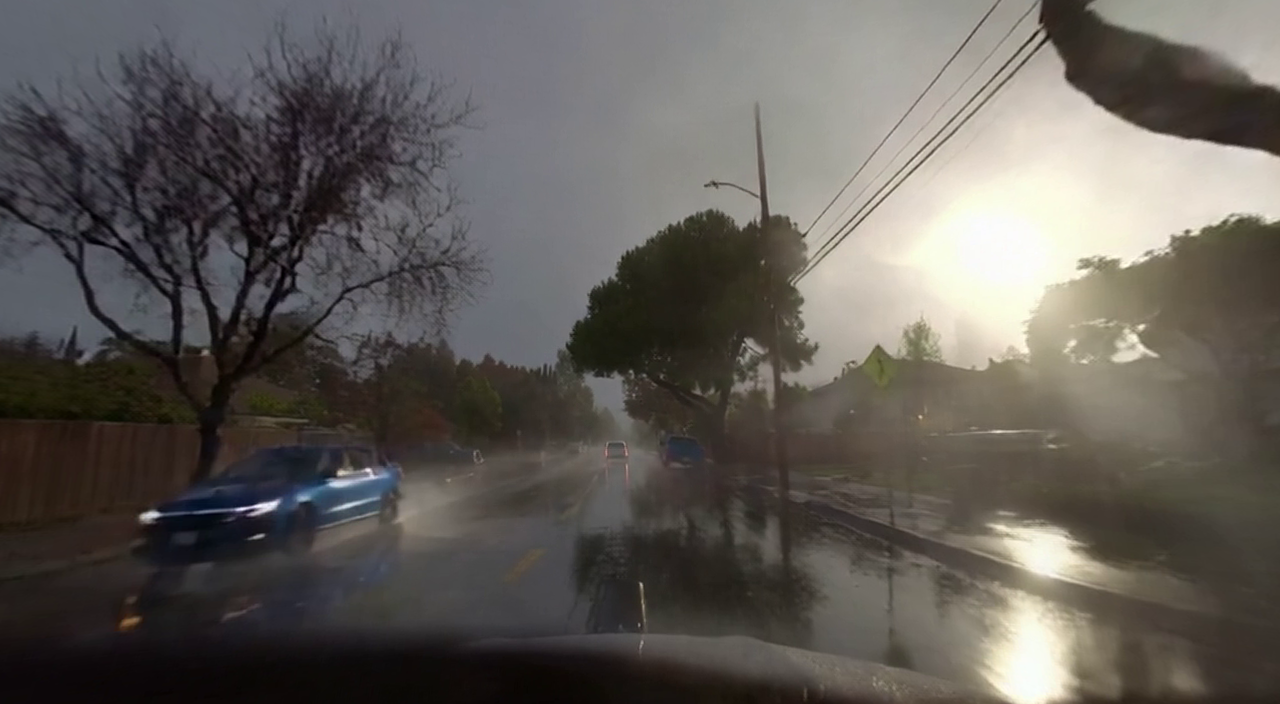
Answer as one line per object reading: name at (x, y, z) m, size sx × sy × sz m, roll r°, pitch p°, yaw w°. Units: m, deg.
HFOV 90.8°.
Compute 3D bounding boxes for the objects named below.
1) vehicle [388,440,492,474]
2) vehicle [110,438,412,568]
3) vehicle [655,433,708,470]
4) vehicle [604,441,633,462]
vehicle at (-10.777, 5.676, 34.304) m, size 4.947 × 1.769 × 2.023 m, roll 0°, pitch -8°, yaw 0°
vehicle at (-5.263, 2.101, 9.641) m, size 1.926 × 1.513 × 4.236 m, roll 0°, pitch -8°, yaw 1°
vehicle at (2.224, 5.579, 35.557) m, size 2.394 × 1.901 × 5.759 m, roll 0°, pitch -8°, yaw -2°
vehicle at (-1.595, 7.456, 47.398) m, size 2.064 × 1.477 × 3.968 m, roll 0°, pitch -8°, yaw -1°
